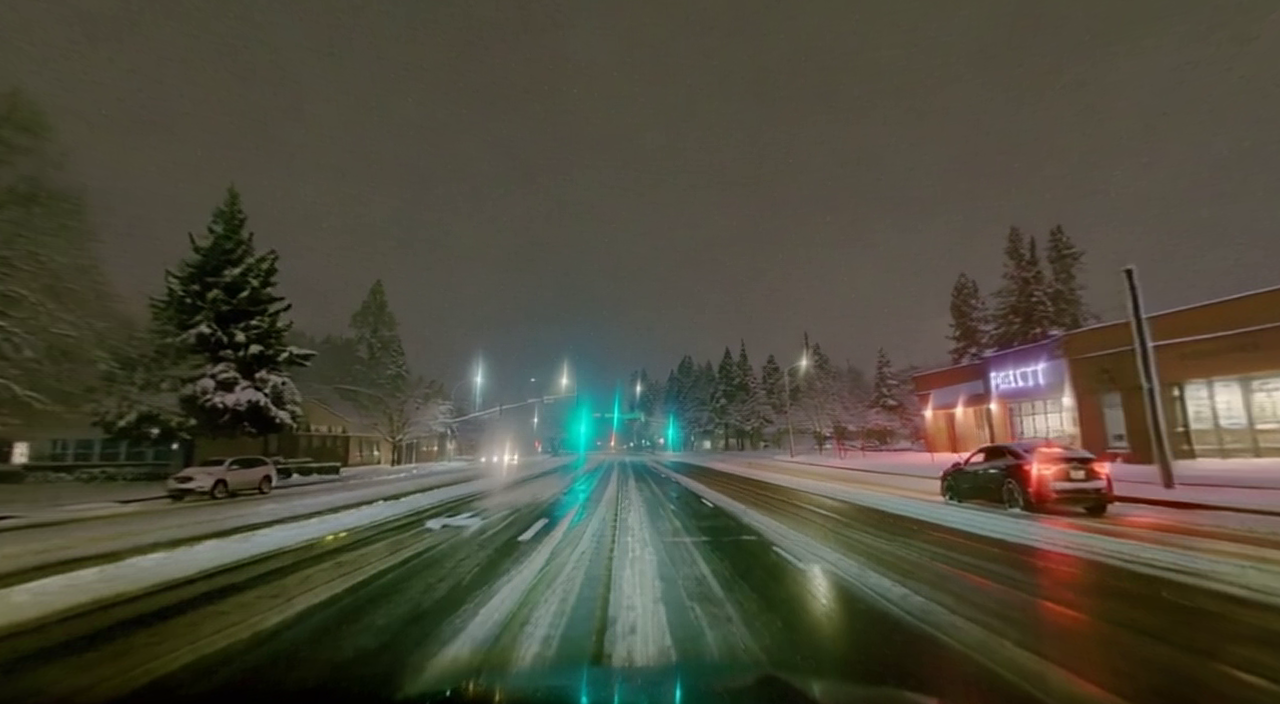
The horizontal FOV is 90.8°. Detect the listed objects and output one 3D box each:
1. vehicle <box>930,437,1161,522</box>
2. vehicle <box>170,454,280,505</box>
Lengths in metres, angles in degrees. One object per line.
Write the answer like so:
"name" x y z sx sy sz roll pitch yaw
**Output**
"vehicle" 8.074 2.550 13.211 1.936 1.460 4.258 0 -8 -1
"vehicle" -14.420 4.340 21.872 4.523 1.494 1.857 -7 -11 40
